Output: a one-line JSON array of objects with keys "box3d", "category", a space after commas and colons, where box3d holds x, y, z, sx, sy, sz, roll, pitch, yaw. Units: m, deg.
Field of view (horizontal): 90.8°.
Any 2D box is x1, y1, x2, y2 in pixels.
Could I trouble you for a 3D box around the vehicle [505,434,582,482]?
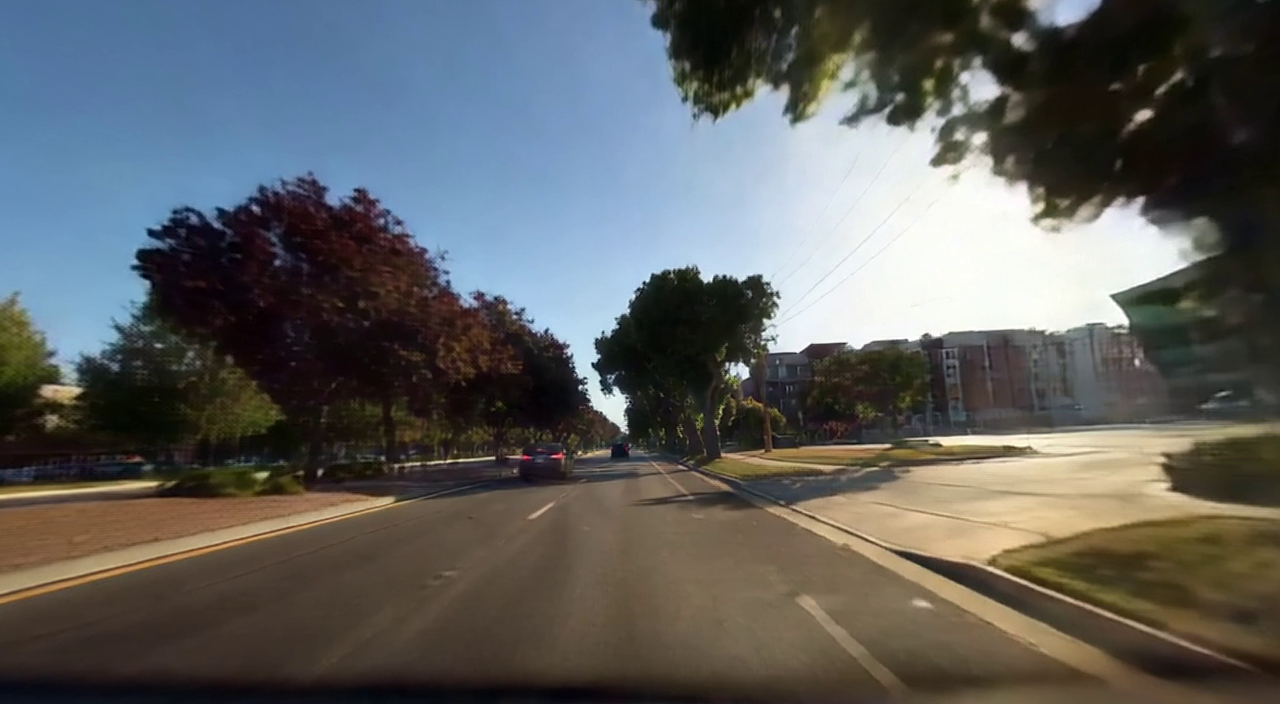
[{"box3d": [-3.655, 4.096, 24.797, 2.202, 1.685, 4.772, 0, -8, 1], "category": "vehicle"}]
